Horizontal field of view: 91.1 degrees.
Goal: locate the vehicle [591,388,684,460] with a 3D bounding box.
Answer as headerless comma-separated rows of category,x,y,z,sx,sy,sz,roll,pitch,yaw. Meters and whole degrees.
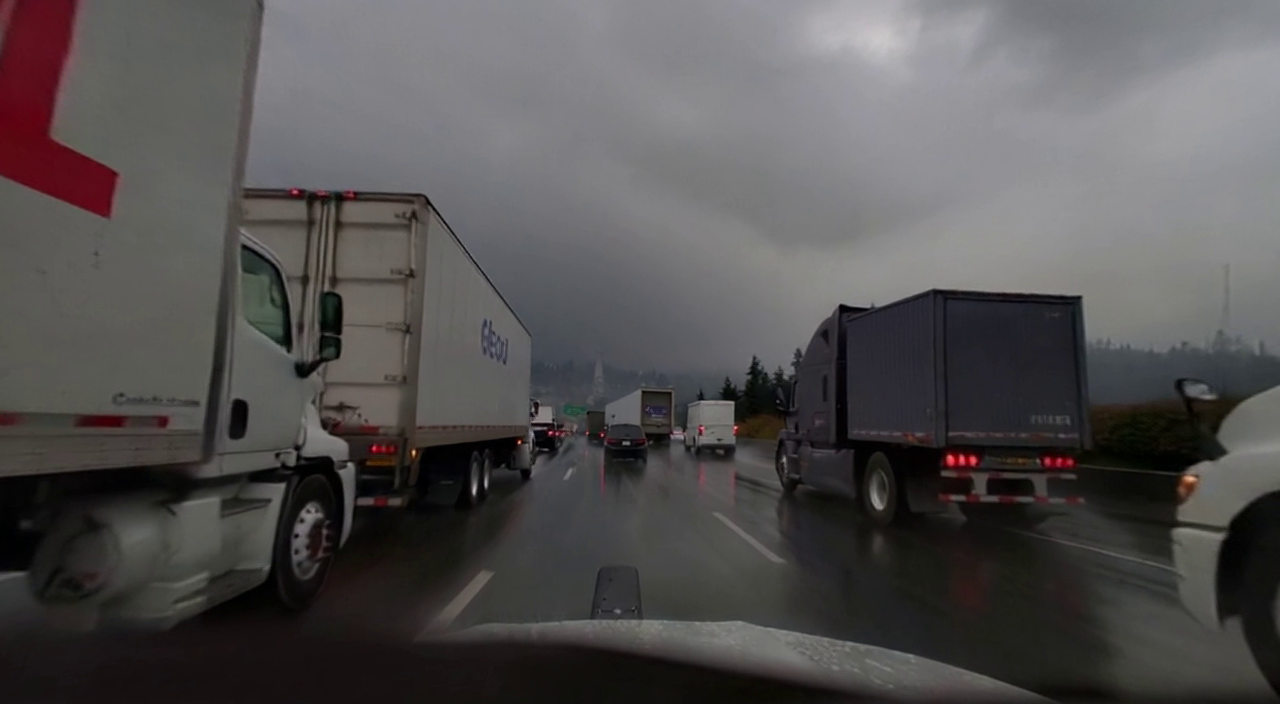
vehicle,-0.654,5.033,43.005,2.899,4.112,13.912,2,-8,-15

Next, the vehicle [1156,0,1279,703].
vehicle,5.306,-0.570,1.091,2.992,3.986,5.841,3,-8,-21

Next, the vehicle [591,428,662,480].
vehicle,-0.575,3.350,21.078,2.060,1.540,4.374,1,-8,-5

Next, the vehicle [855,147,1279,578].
vehicle,7.257,0.155,6.522,2.758,4.032,11.419,3,-8,-20

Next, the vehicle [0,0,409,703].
vehicle,-3.600,-0.404,1.598,2.822,3.788,8.799,0,-8,-1
